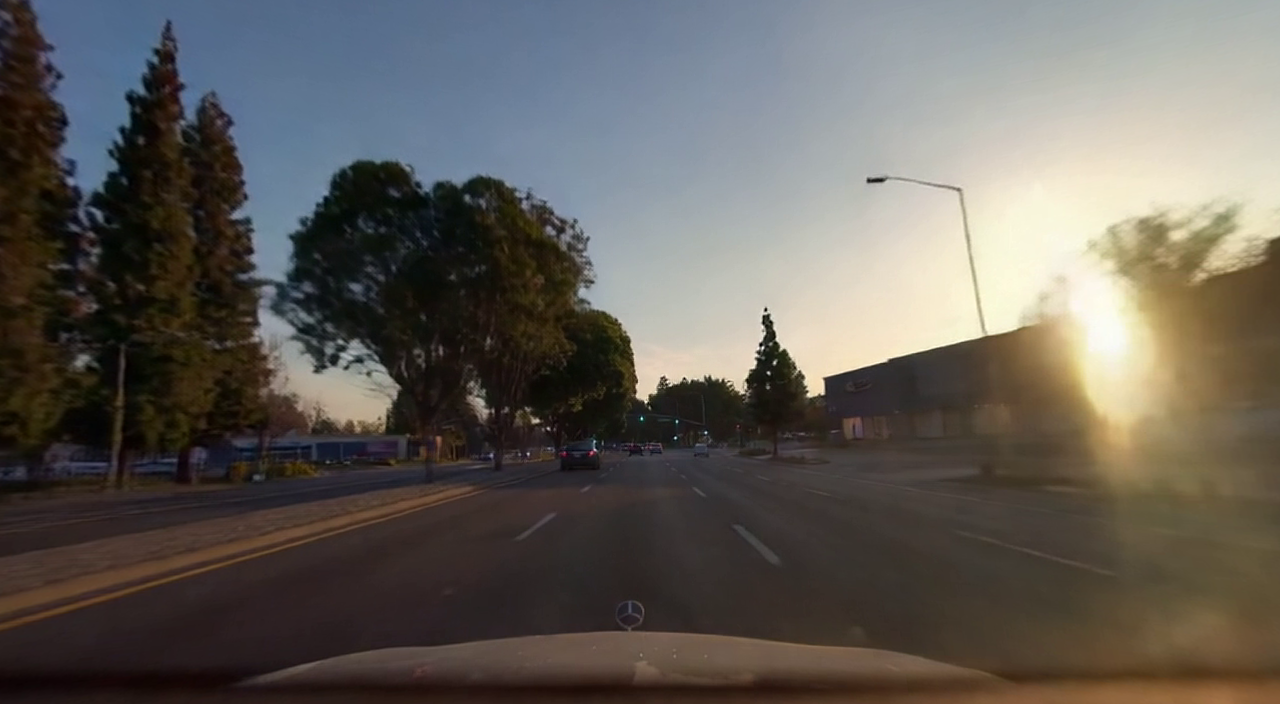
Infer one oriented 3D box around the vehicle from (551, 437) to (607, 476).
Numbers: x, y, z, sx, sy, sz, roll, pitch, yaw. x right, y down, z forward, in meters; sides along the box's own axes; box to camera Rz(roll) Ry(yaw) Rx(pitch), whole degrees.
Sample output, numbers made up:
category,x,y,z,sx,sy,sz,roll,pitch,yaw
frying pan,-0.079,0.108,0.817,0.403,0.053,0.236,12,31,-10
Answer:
category,x,y,z,sx,sy,sz,roll,pitch,yaw
vehicle,-2.737,4.846,29.437,2.121,1.656,4.559,0,-8,1
